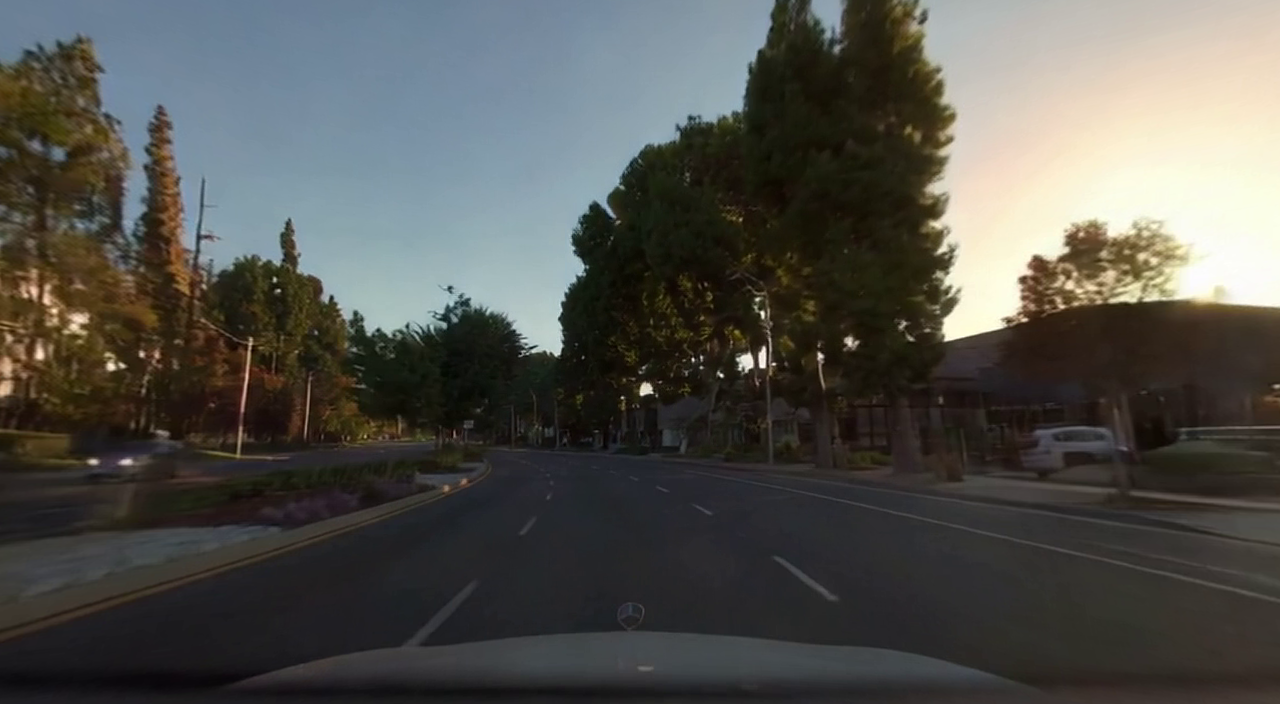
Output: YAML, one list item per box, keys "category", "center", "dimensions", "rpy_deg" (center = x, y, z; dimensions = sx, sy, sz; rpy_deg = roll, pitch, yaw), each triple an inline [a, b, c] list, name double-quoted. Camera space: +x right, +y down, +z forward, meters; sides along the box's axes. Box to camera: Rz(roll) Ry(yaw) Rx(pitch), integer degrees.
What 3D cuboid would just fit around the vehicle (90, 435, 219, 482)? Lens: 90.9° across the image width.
- category: "vehicle"
  center: [-20.155, 4.436, 26.500]
  dimensions: [2.089, 1.770, 4.848]
  rpy_deg: [1, -9, -8]
